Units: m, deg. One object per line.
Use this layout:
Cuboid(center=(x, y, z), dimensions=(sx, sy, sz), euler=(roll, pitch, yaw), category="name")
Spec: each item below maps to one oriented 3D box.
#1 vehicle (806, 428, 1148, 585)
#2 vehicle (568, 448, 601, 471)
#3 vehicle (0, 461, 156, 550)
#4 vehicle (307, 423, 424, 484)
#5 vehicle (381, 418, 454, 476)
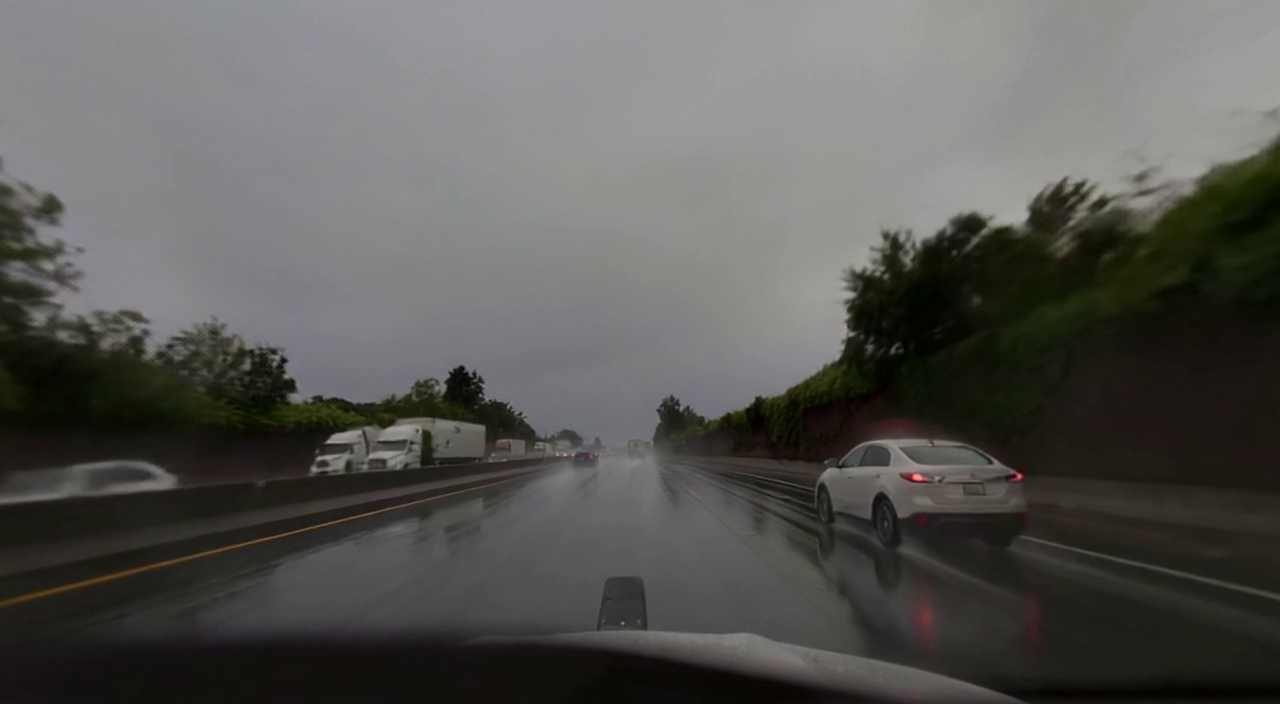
Cuboid(center=(3.879, 1.851, 8.402), dimensions=(2.053, 1.504, 4.386), euler=(0, -9, -1), category="vehicle")
Cuboid(center=(-3.811, 7.447, 43.794), dimensions=(1.978, 1.539, 3.924), euler=(0, -9, 0), category="vehicle")
Cuboid(center=(-12.563, 3.092, 13.209), dimensions=(1.783, 1.511, 3.874), euler=(0, -9, -1), category="vehicle")
Cuboid(center=(-20.097, 7.659, 47.557), dimensions=(3.192, 3.940, 12.557), euler=(0, -9, 0), category="vehicle")
Cuboid(center=(-16.042, 6.930, 45.962), dimensions=(2.995, 3.939, 6.212), euler=(0, -9, -1), category="vehicle")
